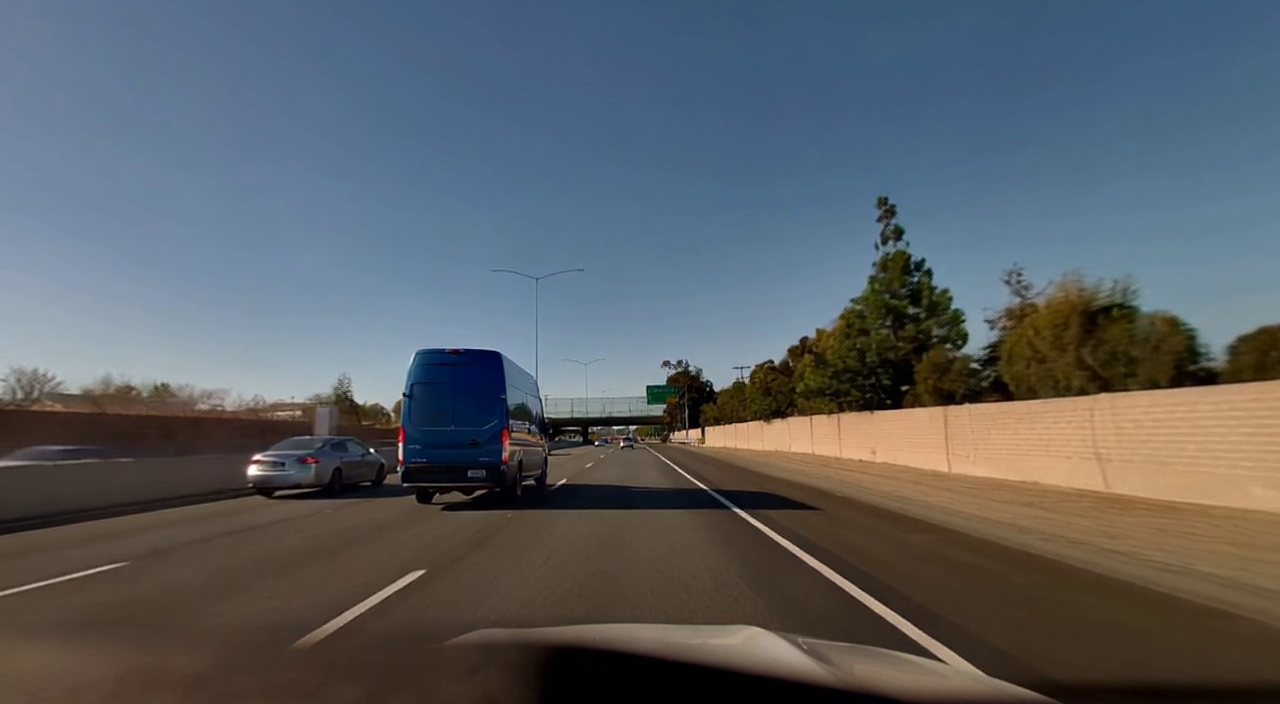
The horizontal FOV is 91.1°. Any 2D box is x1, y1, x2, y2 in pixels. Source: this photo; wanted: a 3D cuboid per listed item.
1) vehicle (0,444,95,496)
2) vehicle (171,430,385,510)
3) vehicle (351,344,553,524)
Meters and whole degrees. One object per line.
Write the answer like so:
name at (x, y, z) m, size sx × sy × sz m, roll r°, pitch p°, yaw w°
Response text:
vehicle at (-19.739, 3.620, 19.398) m, size 1.903 × 1.470 × 4.473 m, roll 0°, pitch -8°, yaw -2°
vehicle at (-7.668, 2.509, 14.071) m, size 1.994 × 1.466 × 4.837 m, roll 0°, pitch -8°, yaw -1°
vehicle at (-3.420, 1.748, 13.516) m, size 2.428 × 2.782 × 7.330 m, roll 0°, pitch -8°, yaw -3°
